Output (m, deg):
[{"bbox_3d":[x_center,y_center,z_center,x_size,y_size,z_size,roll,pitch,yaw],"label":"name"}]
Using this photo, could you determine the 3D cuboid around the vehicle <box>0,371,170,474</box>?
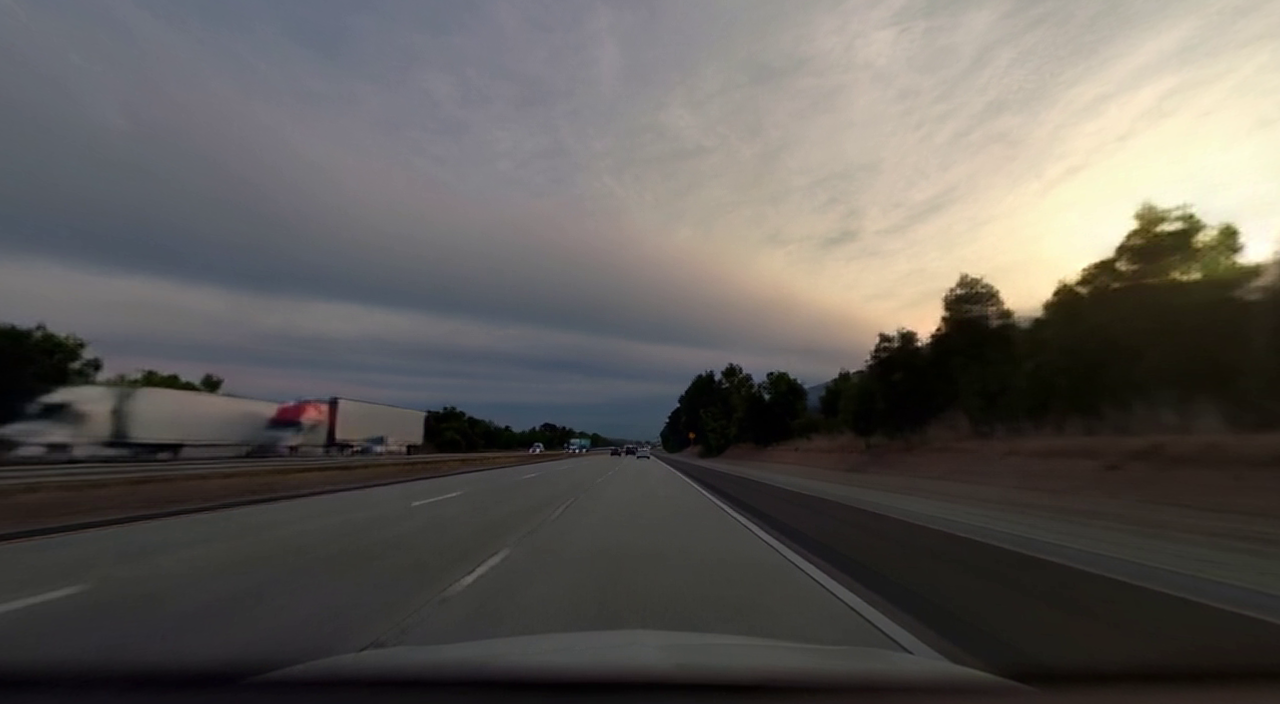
[{"bbox_3d":[-23.183,2.994,25.782,2.957,3.674,6.213,0,-9,0],"label":"vehicle"}]

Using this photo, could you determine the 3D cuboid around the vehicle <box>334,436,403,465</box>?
[{"bbox_3d":[-14.907,5.456,34.905,1.945,1.465,4.194,0,-9,-1],"label":"vehicle"}]

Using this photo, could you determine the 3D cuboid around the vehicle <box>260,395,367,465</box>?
[{"bbox_3d":[-18.799,4.631,36.829,2.903,3.735,5.919,0,-9,0],"label":"vehicle"}]
